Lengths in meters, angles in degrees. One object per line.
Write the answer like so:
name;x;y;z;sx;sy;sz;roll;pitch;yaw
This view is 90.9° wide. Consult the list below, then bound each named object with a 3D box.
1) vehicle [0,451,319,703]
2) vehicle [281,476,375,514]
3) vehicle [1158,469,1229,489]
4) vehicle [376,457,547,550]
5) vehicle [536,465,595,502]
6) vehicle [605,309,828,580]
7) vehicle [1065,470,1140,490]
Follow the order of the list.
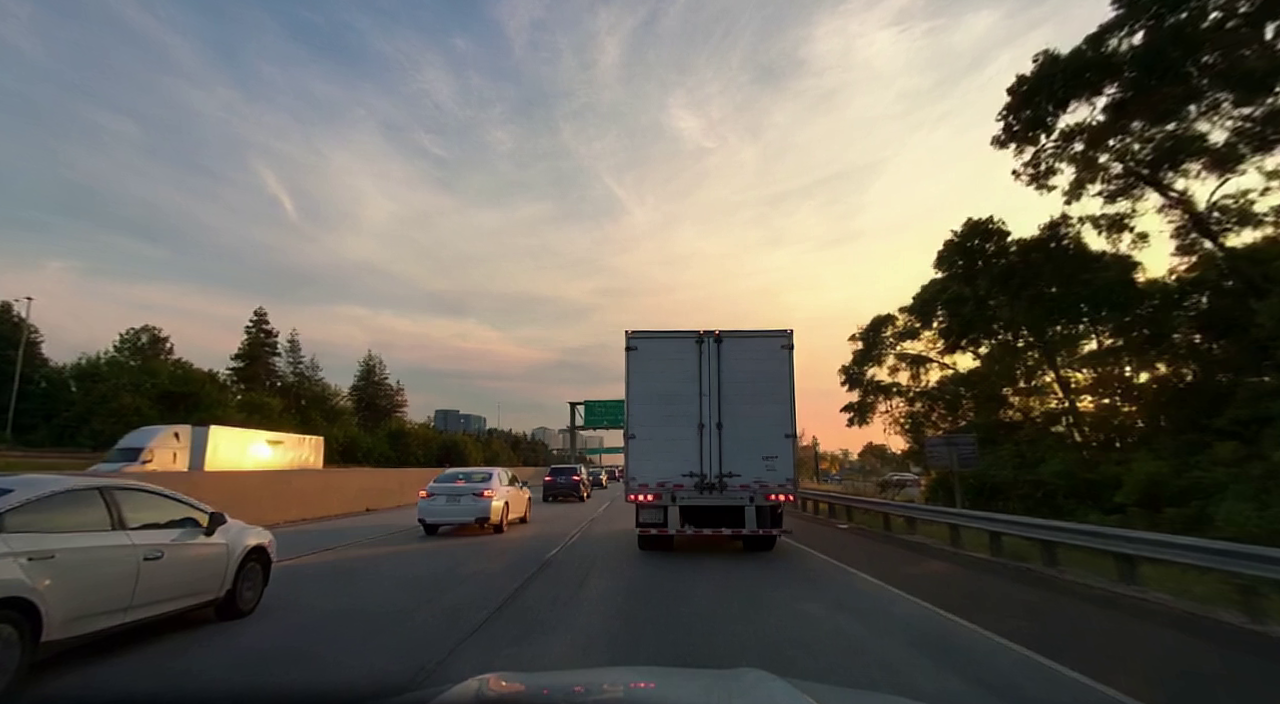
vehicle;-4.294;1.342;3.982;2.043;1.391;4.515;0;-11;1
vehicle;-13.614;6.231;27.768;1.803;1.435;4.256;0;-11;2
vehicle;43.814;10.085;49.891;3.974;1.485;1.709;1;-11;-3
vehicle;-3.352;2.983;12.974;1.983;1.509;4.679;0;-11;2
vehicle;-3.271;5.932;28.608;1.964;1.482;4.371;0;-11;2
vehicle;1.142;1.947;12.634;2.831;3.529;8.689;0;-11;2
vehicle;36.562;10.113;49.889;4.299;1.465;1.807;-1;-11;8
